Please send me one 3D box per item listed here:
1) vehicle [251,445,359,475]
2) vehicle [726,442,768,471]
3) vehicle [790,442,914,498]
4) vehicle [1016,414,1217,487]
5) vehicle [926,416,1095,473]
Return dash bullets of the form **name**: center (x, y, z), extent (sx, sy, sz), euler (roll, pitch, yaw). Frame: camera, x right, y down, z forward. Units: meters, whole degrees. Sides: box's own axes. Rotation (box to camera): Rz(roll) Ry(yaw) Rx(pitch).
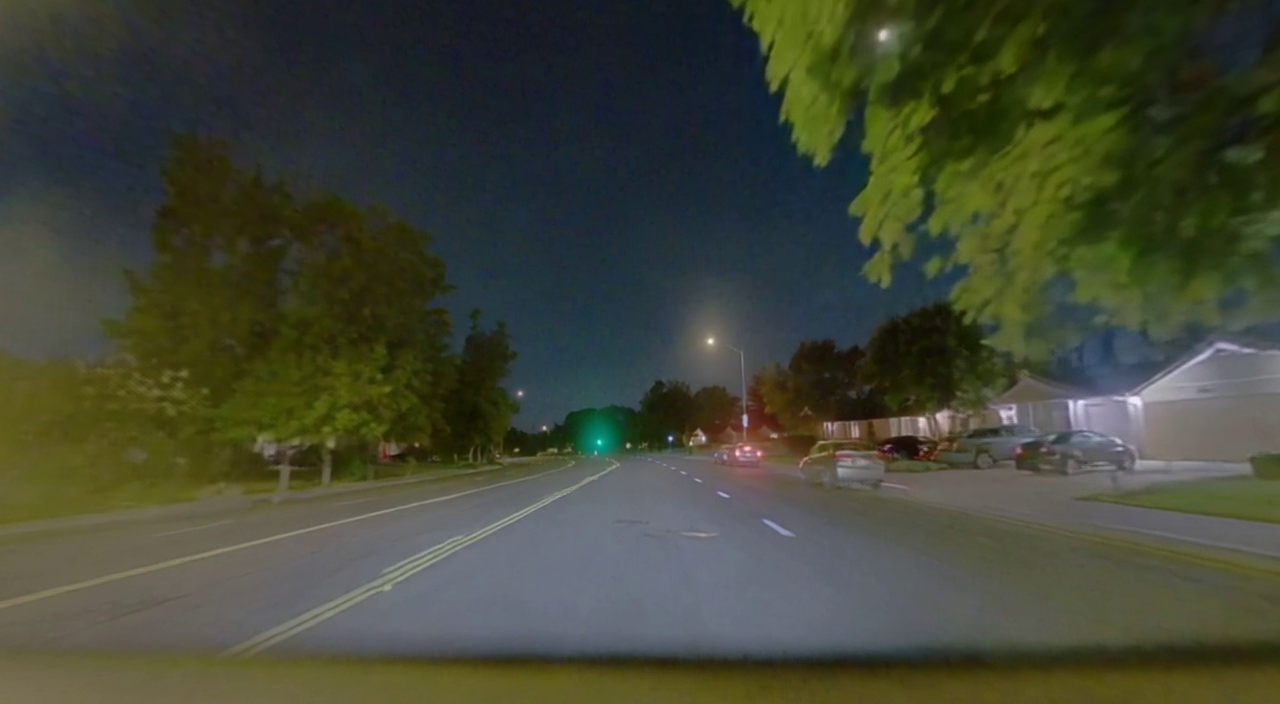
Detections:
- **vehicle**: center (-21.214, 6.850, 40.200), extent (5.659, 1.769, 2.073), euler (0, -8, -2)
- **vehicle**: center (6.840, 6.749, 40.967), extent (1.996, 1.745, 4.556), euler (-1, -9, 1)
- **vehicle**: center (6.485, 3.637, 20.056), extent (2.042, 1.511, 5.029), euler (0, -8, -2)
- **vehicle**: center (13.336, 2.823, 18.193), extent (1.978, 1.738, 4.734), euler (-2, -9, -1)
- **vehicle**: center (14.990, 3.798, 25.863), extent (5.355, 1.853, 2.257), euler (-4, -9, 1)
